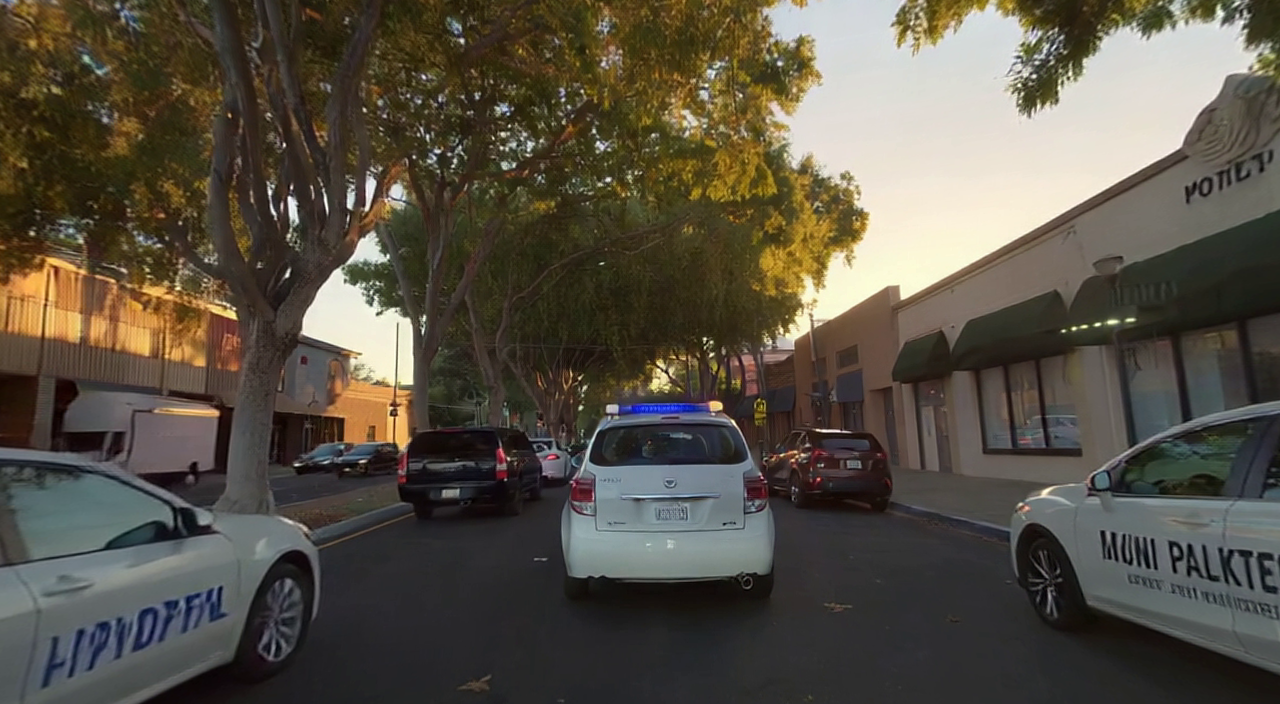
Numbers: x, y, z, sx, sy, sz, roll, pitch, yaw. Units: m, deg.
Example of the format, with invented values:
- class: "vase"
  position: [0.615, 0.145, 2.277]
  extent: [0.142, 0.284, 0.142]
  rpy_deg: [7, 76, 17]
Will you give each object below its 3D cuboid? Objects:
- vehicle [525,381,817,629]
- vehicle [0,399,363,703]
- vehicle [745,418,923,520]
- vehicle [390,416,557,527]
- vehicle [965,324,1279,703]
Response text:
- class: "vehicle"
  position: [0.201, 1.388, 6.592]
  extent: [2.075, 1.770, 4.018]
  rpy_deg: [0, -8, -1]
- class: "vehicle"
  position: [-2.935, 0.946, 2.333]
  extent: [1.908, 1.474, 4.257]
  rpy_deg: [0, -8, -1]
- class: "vehicle"
  position: [4.056, 2.584, 14.535]
  extent: [2.038, 1.865, 5.786]
  rpy_deg: [0, -8, -2]
- class: "vehicle"
  position: [-3.020, 2.292, 12.619]
  extent: [2.135, 1.806, 4.514]
  rpy_deg: [0, -8, -1]
- class: "vehicle"
  position: [3.988, 0.904, 3.232]
  extent: [1.987, 1.877, 5.330]
  rpy_deg: [3, -8, 2]
